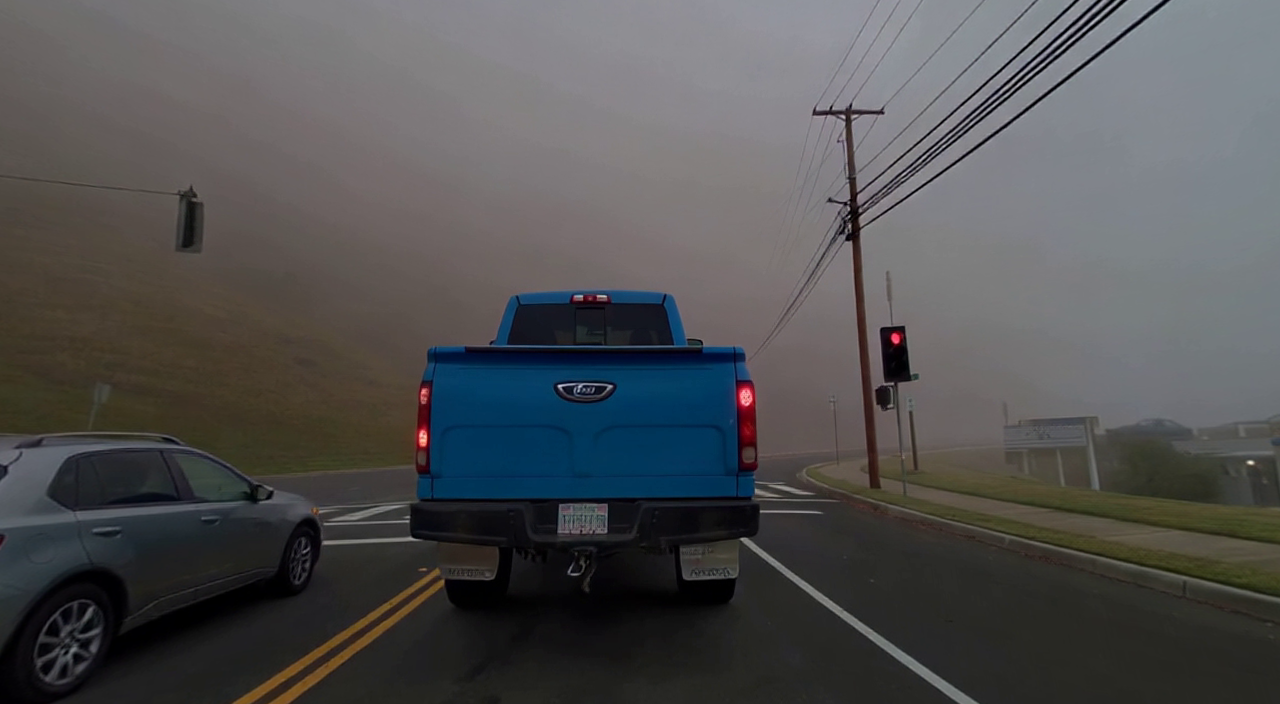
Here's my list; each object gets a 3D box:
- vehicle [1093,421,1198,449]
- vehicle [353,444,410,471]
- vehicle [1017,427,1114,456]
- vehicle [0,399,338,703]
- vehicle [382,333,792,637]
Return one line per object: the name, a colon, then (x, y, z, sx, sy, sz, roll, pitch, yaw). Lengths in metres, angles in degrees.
vehicle: (33.959, 5.620, 42.458, 2.012, 1.757, 5.021, 5, -10, -31)
vehicle: (-17.119, 7.015, 41.930, 2.133, 1.690, 4.331, 0, -9, -3)
vehicle: (25.563, 5.396, 37.946, 4.419, 1.496, 1.854, -2, -9, 1)
vehicle: (-3.961, 1.190, 3.998, 2.017, 1.555, 4.150, -1, -9, 0)
vehicle: (-0.424, 1.324, 7.226, 2.859, 2.144, 5.406, 0, -9, -1)
